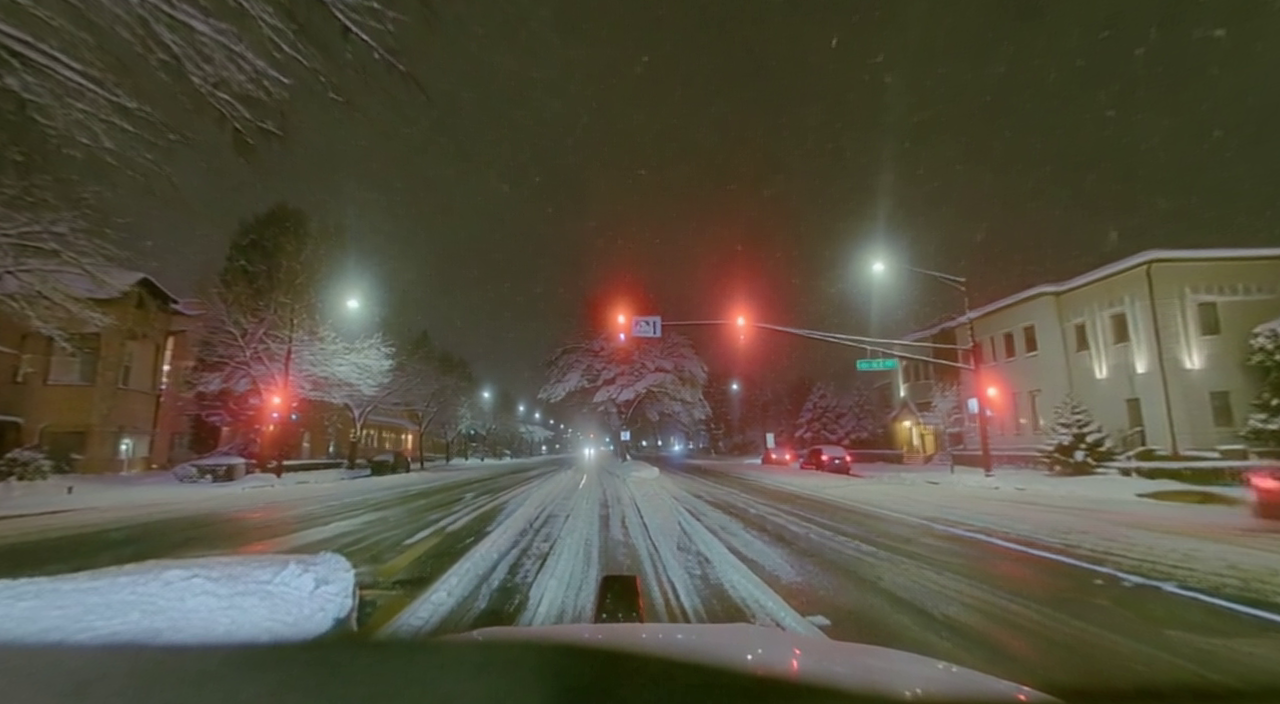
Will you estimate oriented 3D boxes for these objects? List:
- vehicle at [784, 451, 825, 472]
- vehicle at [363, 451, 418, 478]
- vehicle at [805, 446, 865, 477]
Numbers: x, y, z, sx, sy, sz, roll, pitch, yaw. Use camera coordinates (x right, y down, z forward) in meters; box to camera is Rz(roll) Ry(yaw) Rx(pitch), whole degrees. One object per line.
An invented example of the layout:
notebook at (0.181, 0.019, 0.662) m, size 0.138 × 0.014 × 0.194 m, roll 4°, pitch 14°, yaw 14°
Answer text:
vehicle at (12.298, 8.213, 47.393) m, size 1.802 × 1.444 × 4.318 m, roll 0°, pitch -8°, yaw -2°
vehicle at (-17.052, 7.706, 43.442) m, size 2.075 × 1.708 × 4.335 m, roll 0°, pitch -8°, yaw -2°
vehicle at (12.526, 7.030, 40.872) m, size 2.181 × 1.876 × 4.723 m, roll 1°, pitch -8°, yaw -2°
